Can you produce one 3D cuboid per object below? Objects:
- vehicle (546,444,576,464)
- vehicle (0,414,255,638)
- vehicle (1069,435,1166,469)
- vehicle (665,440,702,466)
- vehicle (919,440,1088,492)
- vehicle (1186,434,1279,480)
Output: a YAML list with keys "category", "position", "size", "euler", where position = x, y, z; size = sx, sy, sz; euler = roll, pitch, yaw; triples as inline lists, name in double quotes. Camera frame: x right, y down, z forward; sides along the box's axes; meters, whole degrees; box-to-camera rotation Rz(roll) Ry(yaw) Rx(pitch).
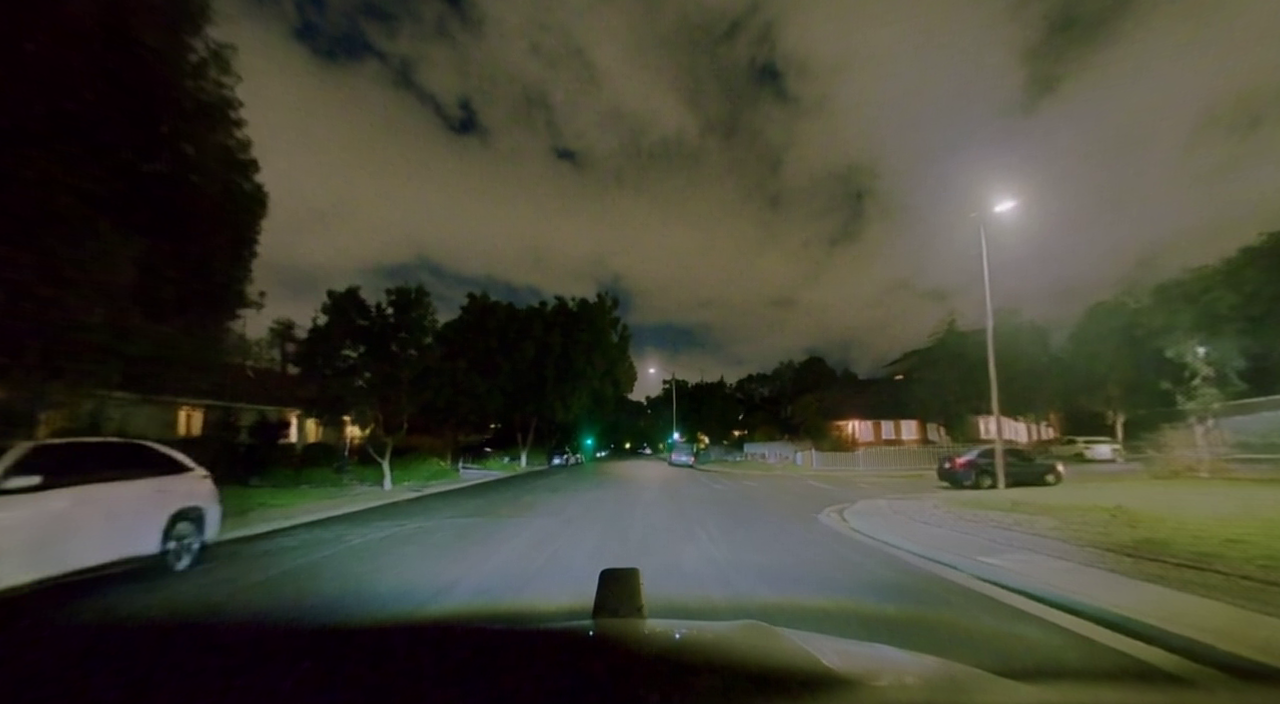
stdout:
- category: "vehicle"
  position: [-6.148, 8.010, 49.375]
  size: [1.947, 1.557, 3.900]
  euler: [0, -9, -2]
- category: "vehicle"
  position: [-6.011, 1.518, 5.902]
  size: [1.998, 1.742, 4.210]
  euler: [0, -9, 1]
- category: "vehicle"
  position: [27.308, 5.699, 35.900]
  size: [4.674, 1.831, 2.139]
  euler: [3, -10, -22]
- category: "vehicle"
  position: [3.042, 7.232, 44.914]
  size: [2.140, 1.749, 4.369]
  euler: [1, -9, -3]
- category: "vehicle"
  position: [12.537, 3.914, 21.832]
  size: [4.708, 1.527, 2.113]
  euler: [0, -8, -10]
- category: "vehicle"
  position: [24.431, 4.166, 25.044]
  size: [4.304, 1.710, 1.936]
  euler: [3, -9, -20]
